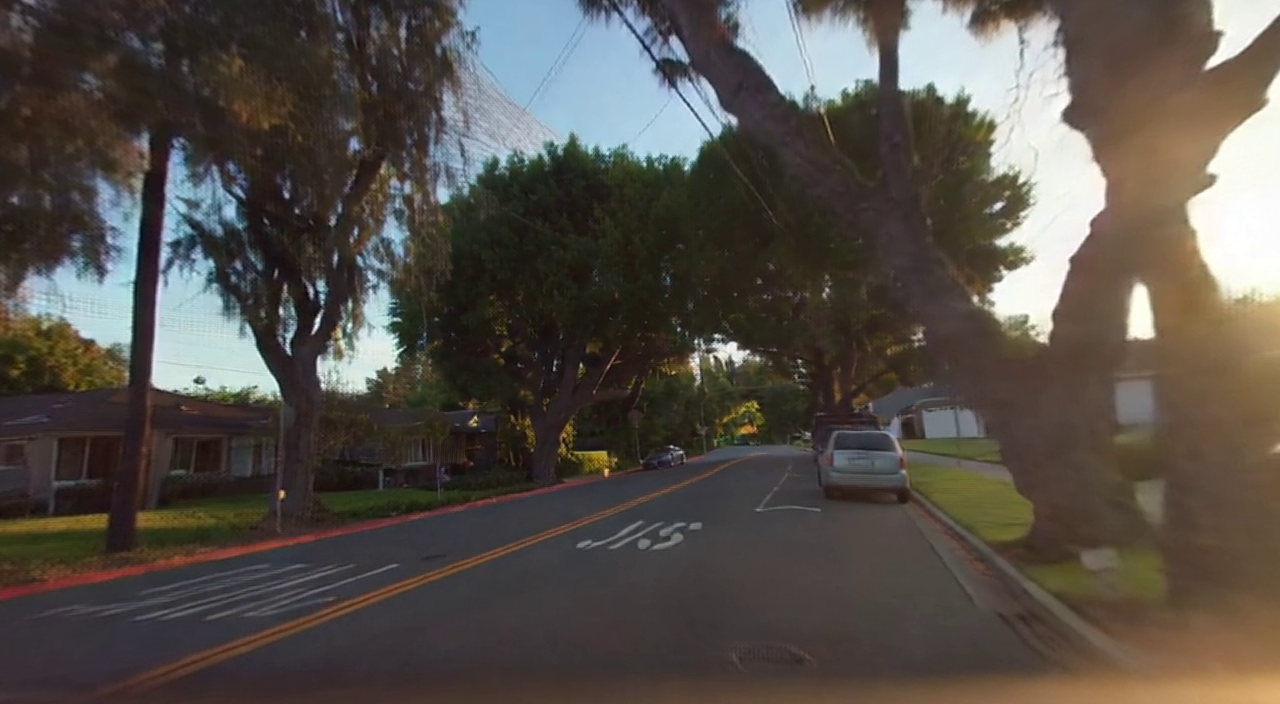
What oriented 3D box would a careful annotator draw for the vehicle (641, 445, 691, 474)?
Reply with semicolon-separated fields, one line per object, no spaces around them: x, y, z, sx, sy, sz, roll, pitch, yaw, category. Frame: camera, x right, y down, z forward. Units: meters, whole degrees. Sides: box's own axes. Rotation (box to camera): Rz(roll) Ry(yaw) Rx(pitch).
1.674;6.542;38.562;2.033;1.456;4.370;-9;-10;14;vehicle

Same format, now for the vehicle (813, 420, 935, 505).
5.278;2.537;14.776;2.242;1.661;4.273;-3;-9;15;vehicle
